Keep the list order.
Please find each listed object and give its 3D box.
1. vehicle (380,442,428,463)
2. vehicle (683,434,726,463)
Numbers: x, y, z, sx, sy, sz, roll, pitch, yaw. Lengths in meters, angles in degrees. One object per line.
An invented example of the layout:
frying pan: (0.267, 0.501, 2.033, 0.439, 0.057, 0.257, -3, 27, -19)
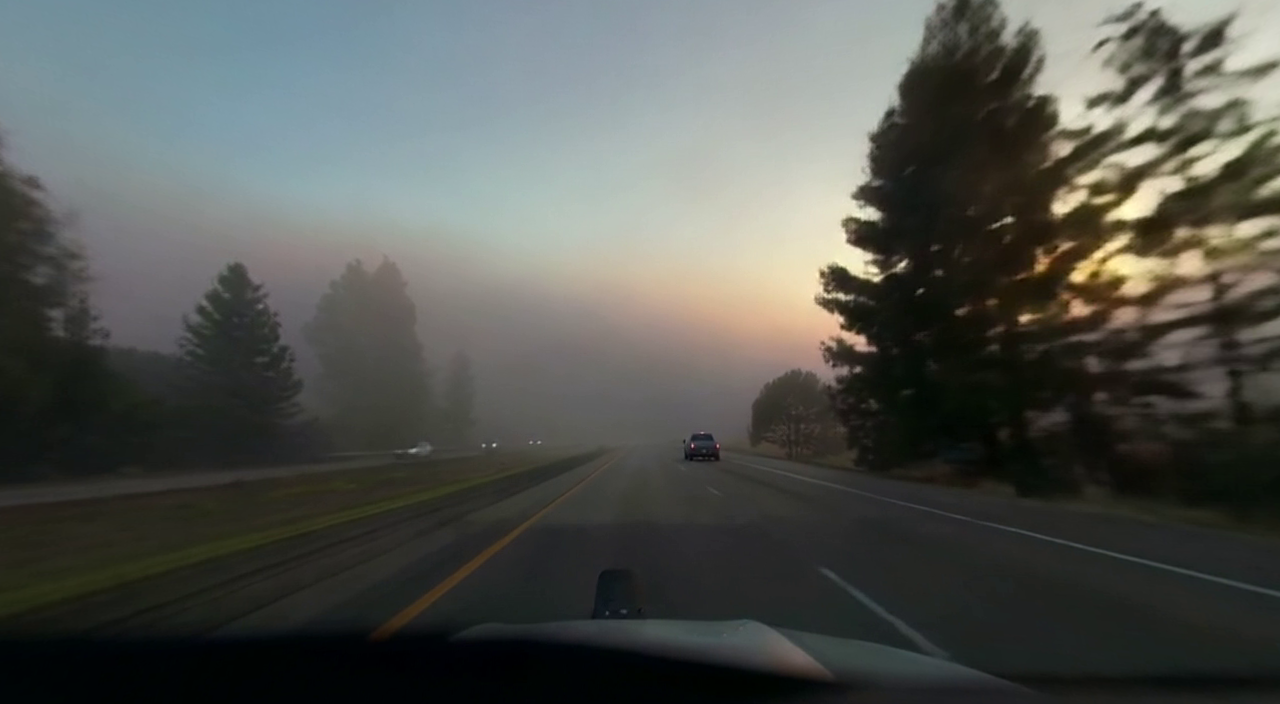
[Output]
vehicle: (-17.716, 7.512, 47.509, 1.843, 1.481, 4.410, 0, -8, 1)
vehicle: (3.828, 5.830, 38.036, 2.157, 1.640, 4.056, 0, -8, 0)
